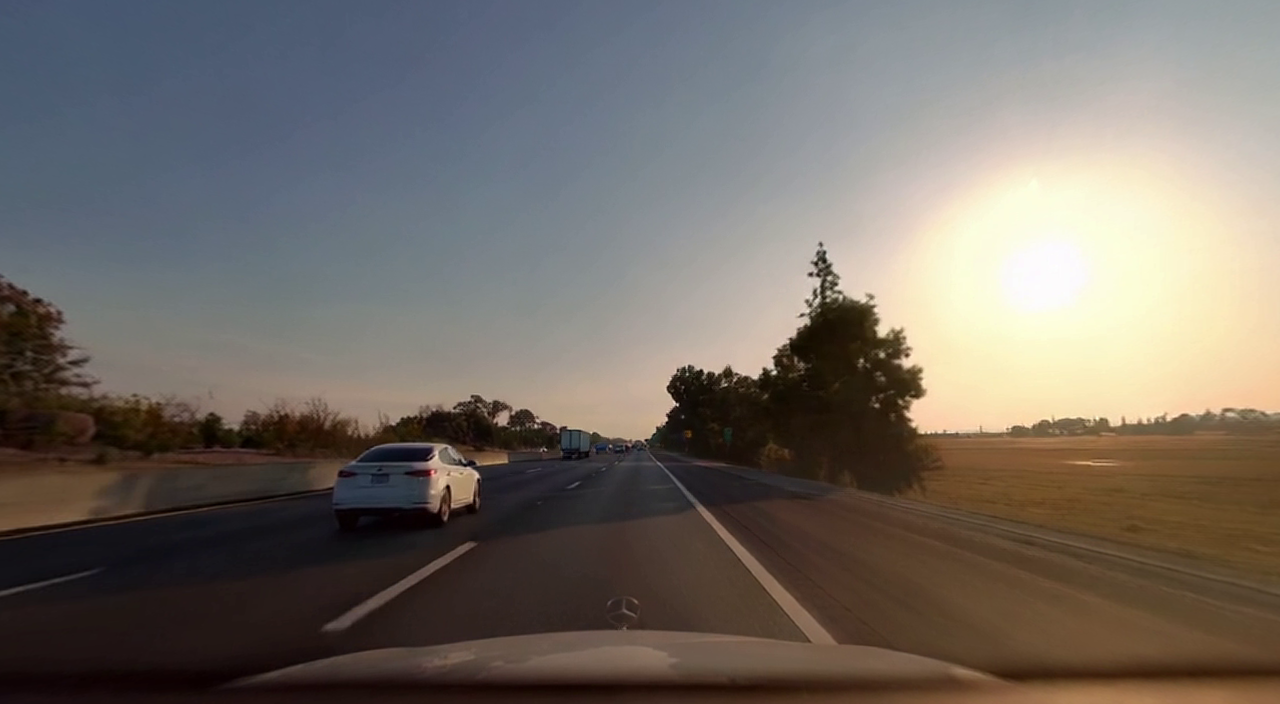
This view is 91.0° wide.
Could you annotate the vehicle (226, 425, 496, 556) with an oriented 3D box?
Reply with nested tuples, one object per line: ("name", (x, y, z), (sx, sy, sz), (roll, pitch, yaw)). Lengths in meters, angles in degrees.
("vehicle", (-3.898, 2.027, 9.990), (2.028, 1.553, 4.820), (0, -9, 1))
